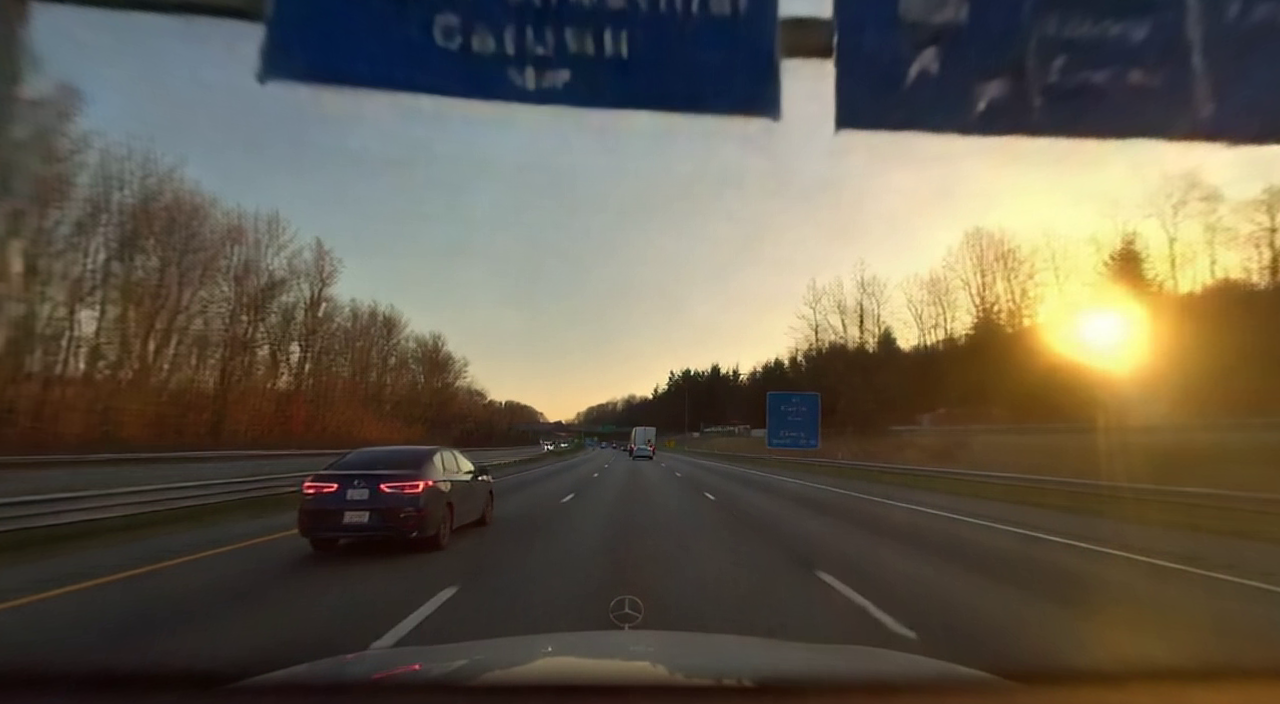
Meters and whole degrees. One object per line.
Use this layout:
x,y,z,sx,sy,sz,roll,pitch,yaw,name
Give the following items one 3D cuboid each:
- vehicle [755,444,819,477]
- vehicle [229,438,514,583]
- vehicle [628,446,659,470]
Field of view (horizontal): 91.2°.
7.736,5.743,33.632,2.081,1.576,5.604,0,-9,0,vehicle
-3.285,2.004,8.886,2.012,1.500,4.452,0,-9,1,vehicle
0.195,6.745,40.166,1.859,1.478,3.799,0,-9,0,vehicle
